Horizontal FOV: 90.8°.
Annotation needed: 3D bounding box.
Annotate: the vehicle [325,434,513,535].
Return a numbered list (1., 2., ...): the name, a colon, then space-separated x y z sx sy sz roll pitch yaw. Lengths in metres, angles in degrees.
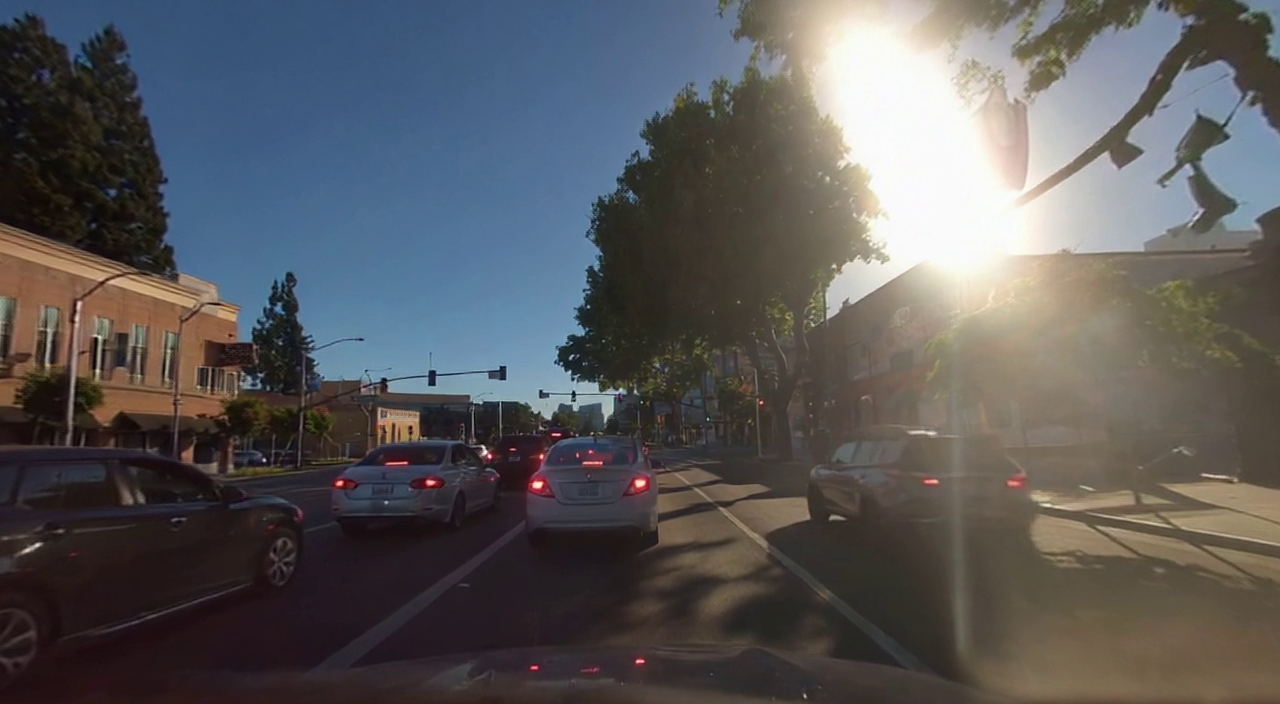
1. vehicle: -3.730 2.300 11.570 1.950 1.487 4.130 0 -9 0

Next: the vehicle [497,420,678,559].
1. vehicle: -0.615 1.855 9.174 2.042 1.555 3.912 0 -9 -1

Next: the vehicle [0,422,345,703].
1. vehicle: -4.127 1.271 4.343 2.020 1.457 4.496 0 -9 0

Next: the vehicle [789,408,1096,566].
1. vehicle: 3.731 1.757 8.920 2.097 1.651 4.300 0 -9 -1
